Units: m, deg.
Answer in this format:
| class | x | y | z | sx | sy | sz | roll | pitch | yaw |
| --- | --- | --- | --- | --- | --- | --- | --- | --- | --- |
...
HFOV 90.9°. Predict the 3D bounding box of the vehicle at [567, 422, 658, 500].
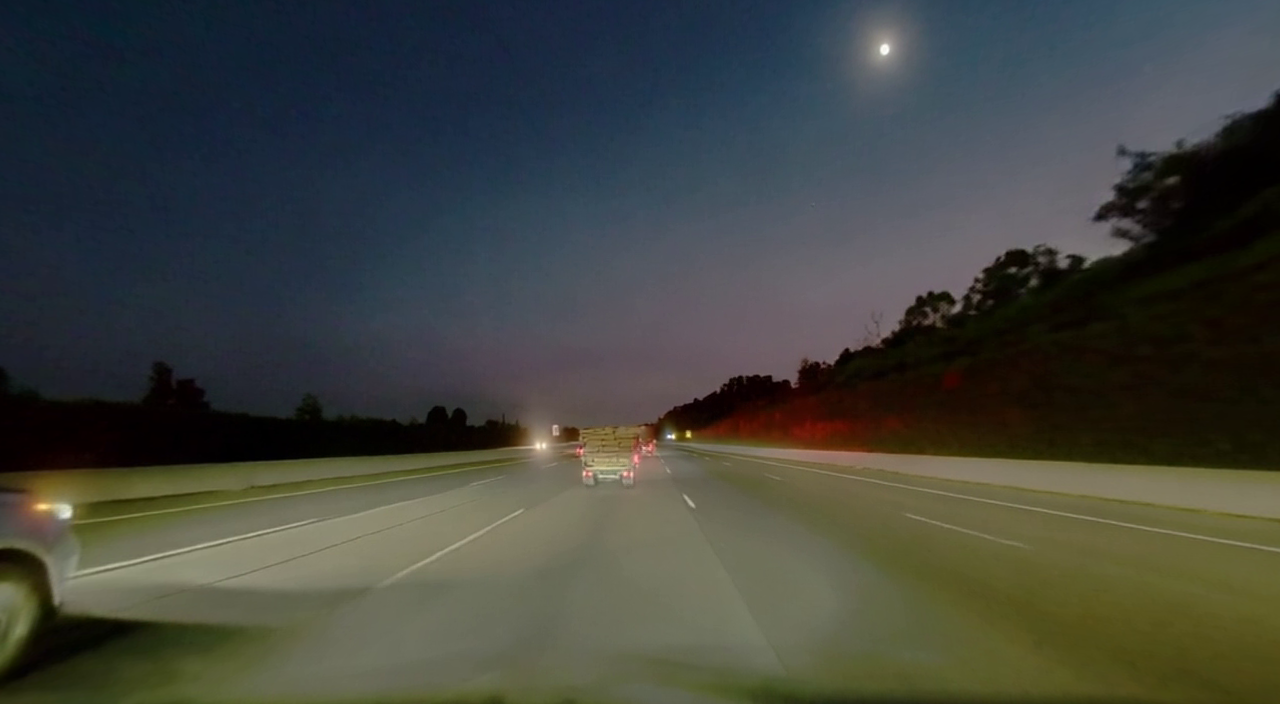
| class | x | y | z | sx | sy | sz | roll | pitch | yaw |
| --- | --- | --- | --- | --- | --- | --- | --- | --- | --- |
| vehicle | -0.603 | 2.868 | 16.977 | 2.114 | 1.787 | 4.365 | 0 | -8 | 1 |
